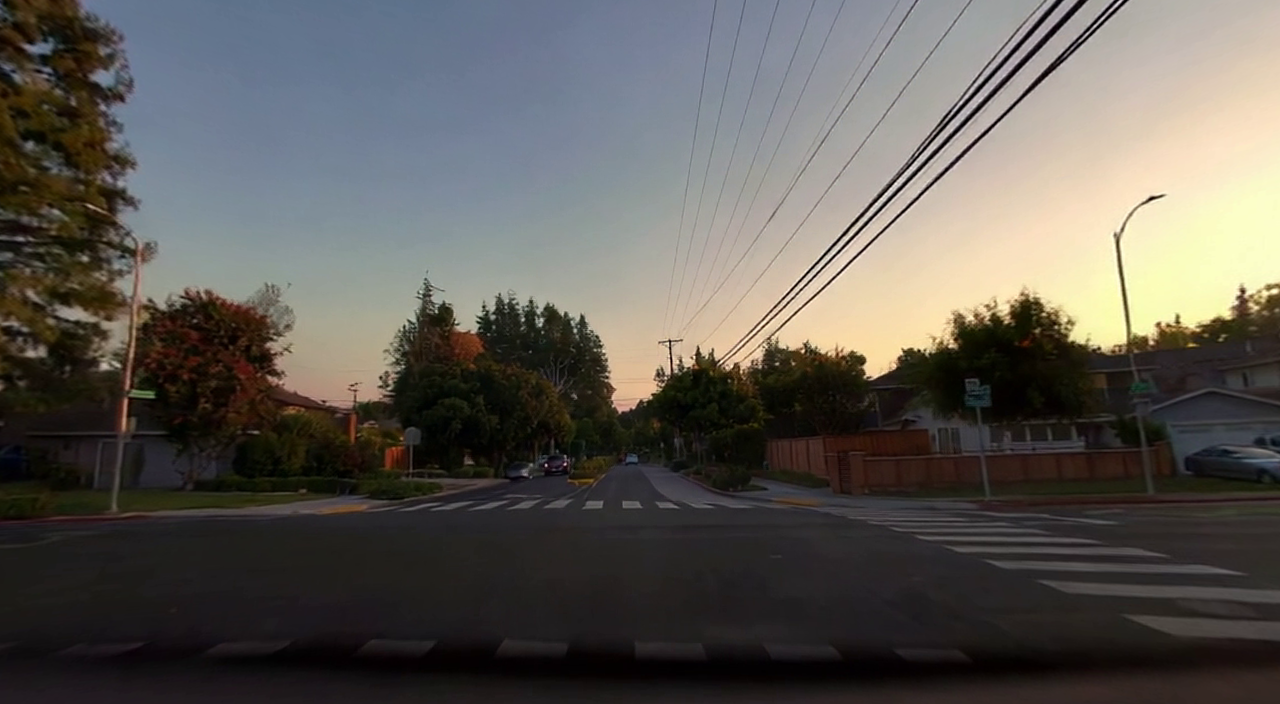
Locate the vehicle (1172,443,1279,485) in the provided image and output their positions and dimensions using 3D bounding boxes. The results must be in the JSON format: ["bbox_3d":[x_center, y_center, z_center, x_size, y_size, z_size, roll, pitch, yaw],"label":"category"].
[{"bbox_3d":[23.328,4.222,24.094,1.841,1.448,4.688,0,-9,-2],"label":"vehicle"}]

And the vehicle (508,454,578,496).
[{"bbox_3d":[-3.722,4.817,25.060,2.102,1.463,4.024,0,-9,1],"label":"vehicle"}]
